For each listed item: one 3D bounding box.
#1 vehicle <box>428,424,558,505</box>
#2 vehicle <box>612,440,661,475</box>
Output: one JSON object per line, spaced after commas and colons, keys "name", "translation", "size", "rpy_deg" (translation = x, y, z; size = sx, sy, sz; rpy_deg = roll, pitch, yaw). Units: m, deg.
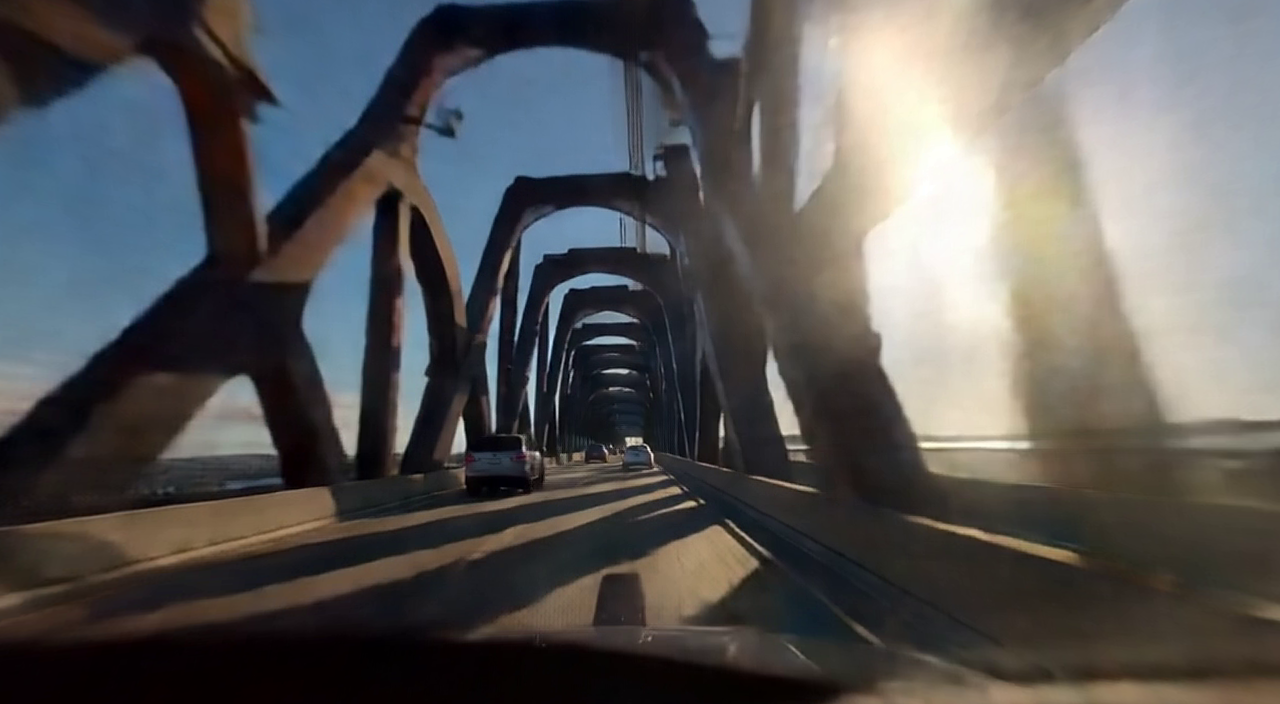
{"name": "vehicle", "translation": [-3.620, 2.888, 16.633], "size": [2.190, 1.807, 4.741], "rpy_deg": [-1, -8, 1]}
{"name": "vehicle", "translation": [-0.157, 4.765, 28.699], "size": [2.048, 1.450, 3.973], "rpy_deg": [0, -8, 0]}
